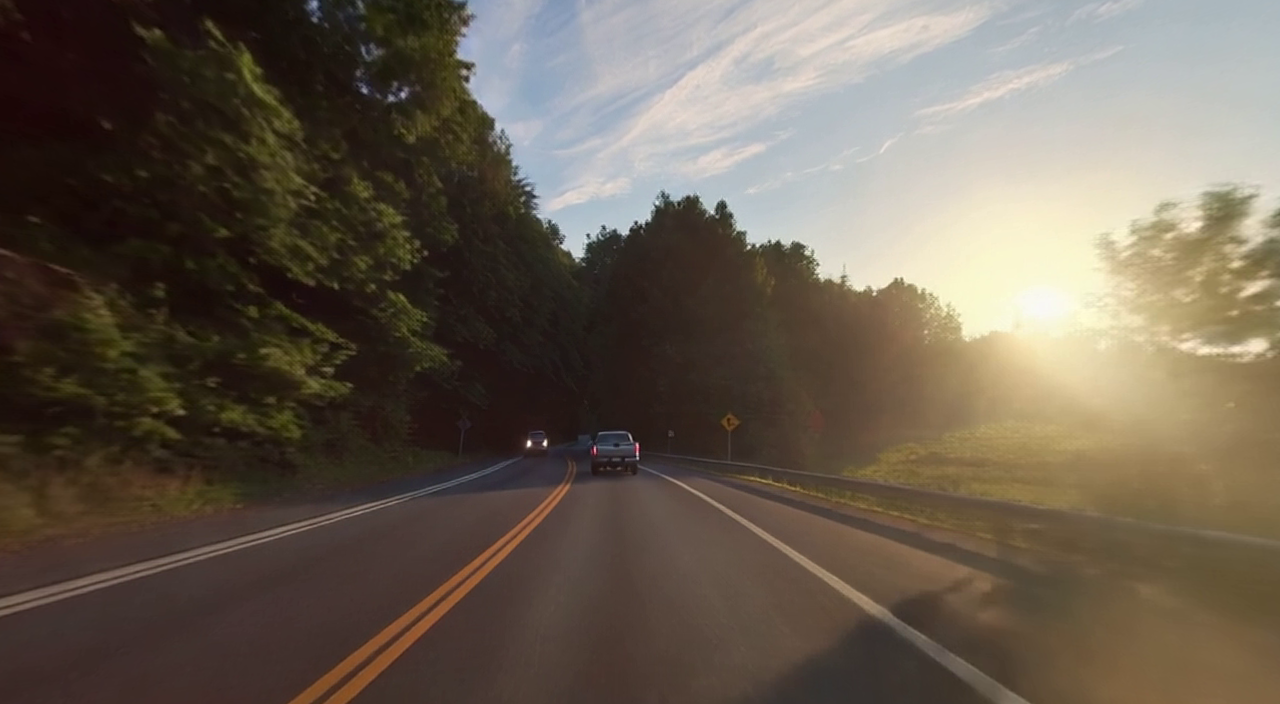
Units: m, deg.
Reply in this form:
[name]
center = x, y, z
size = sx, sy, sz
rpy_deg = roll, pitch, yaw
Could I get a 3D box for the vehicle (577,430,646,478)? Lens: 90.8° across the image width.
[vehicle]
center = -1.268, 4.298, 26.858
size = 2.631, 1.798, 5.331
rpy_deg = 0, -8, -4
